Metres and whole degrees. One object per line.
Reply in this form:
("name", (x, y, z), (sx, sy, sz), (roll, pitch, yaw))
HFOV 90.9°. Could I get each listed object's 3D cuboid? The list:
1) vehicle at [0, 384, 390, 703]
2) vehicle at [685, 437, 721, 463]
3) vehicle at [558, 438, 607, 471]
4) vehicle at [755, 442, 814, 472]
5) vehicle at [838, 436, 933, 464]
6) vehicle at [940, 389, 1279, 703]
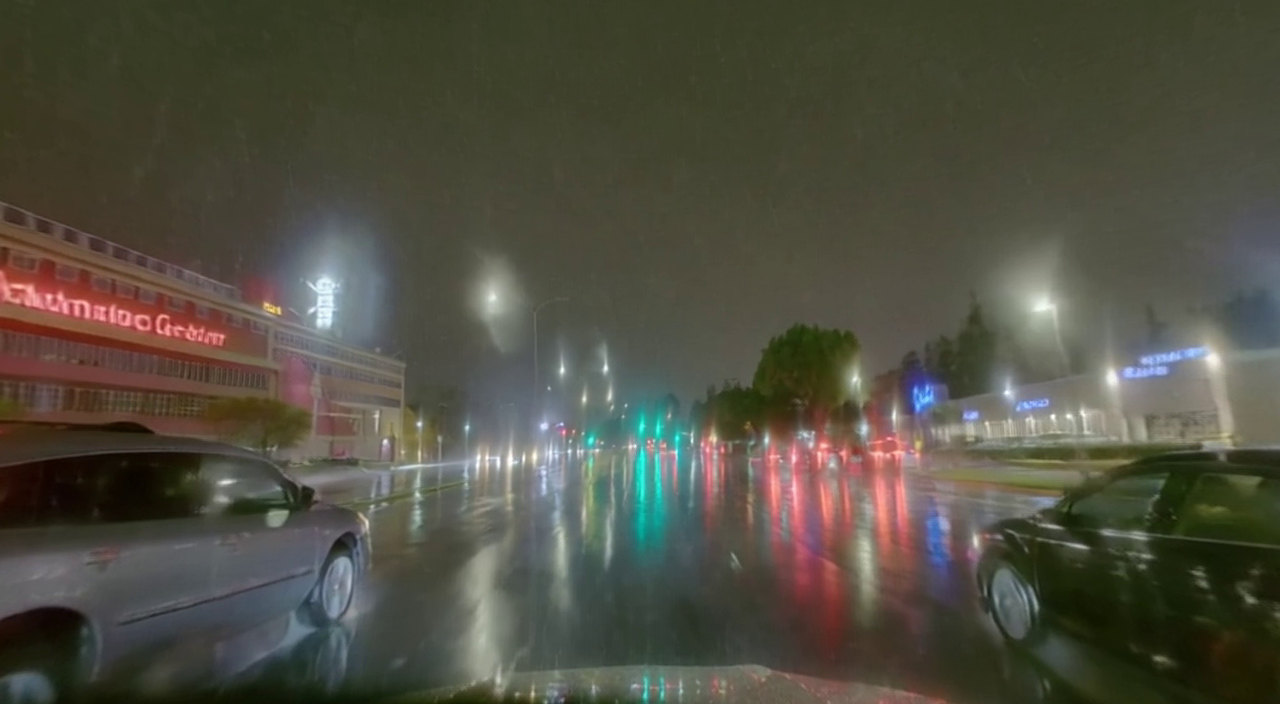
("vehicle", (-3.389, 1.004, 3.157), (2.155, 1.504, 4.776), (-1, -8, 2))
("vehicle", (4.354, 6.800, 43.974), (2.007, 1.683, 4.171), (0, -8, -1))
("vehicle", (-2.813, 5.130, 31.849), (1.917, 1.511, 4.436), (-1, -8, 2))
("vehicle", (7.606, 5.586, 33.731), (1.976, 1.469, 4.576), (0, -8, -1))
("vehicle", (15.975, 6.386, 41.212), (5.370, 1.699, 1.996), (-8, -11, 42))
("vehicle", (3.313, 0.920, 2.504), (1.981, 1.499, 4.536), (0, -8, 0))
